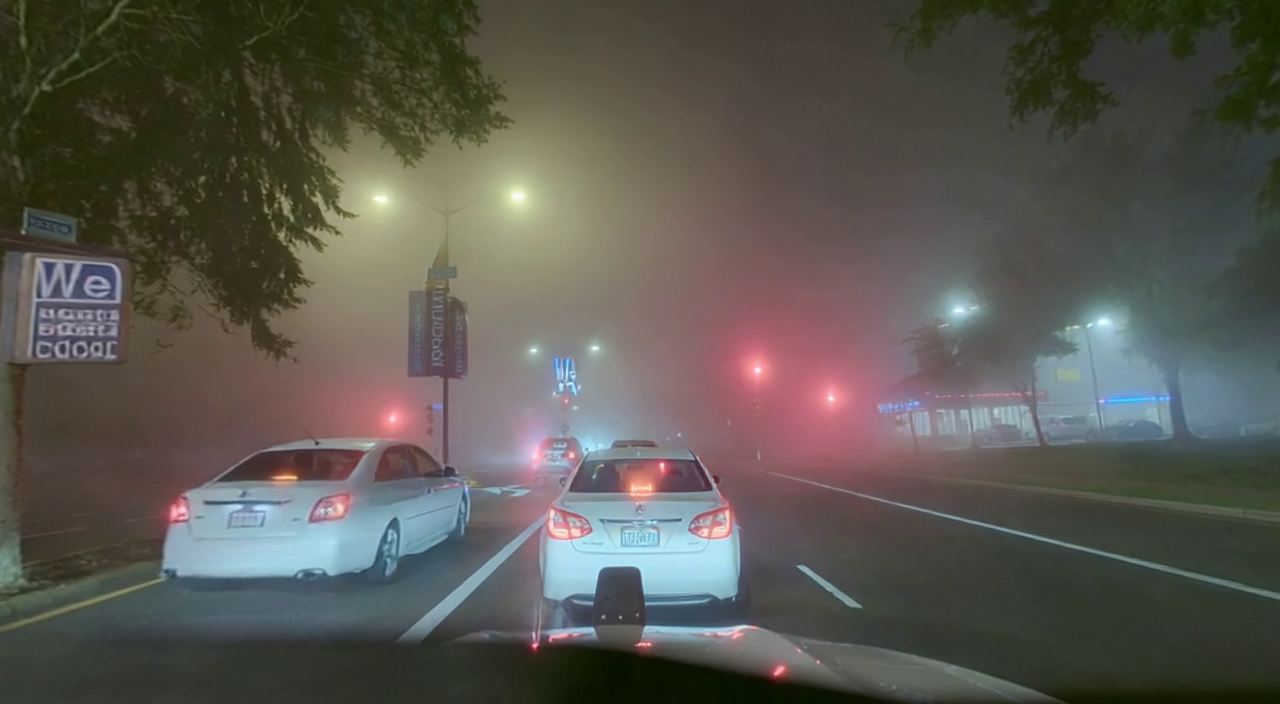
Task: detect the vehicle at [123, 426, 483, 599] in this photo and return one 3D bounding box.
[{"bbox_3d":[-3.506,1.734,7.801,1.961,1.487,4.453,0,-8,0],"label":"vehicle"}]

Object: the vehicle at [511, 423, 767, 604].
[{"bbox_3d":[-0.067,1.638,7.309,2.126,1.475,3.967,0,-8,-2],"label":"vehicle"}]
